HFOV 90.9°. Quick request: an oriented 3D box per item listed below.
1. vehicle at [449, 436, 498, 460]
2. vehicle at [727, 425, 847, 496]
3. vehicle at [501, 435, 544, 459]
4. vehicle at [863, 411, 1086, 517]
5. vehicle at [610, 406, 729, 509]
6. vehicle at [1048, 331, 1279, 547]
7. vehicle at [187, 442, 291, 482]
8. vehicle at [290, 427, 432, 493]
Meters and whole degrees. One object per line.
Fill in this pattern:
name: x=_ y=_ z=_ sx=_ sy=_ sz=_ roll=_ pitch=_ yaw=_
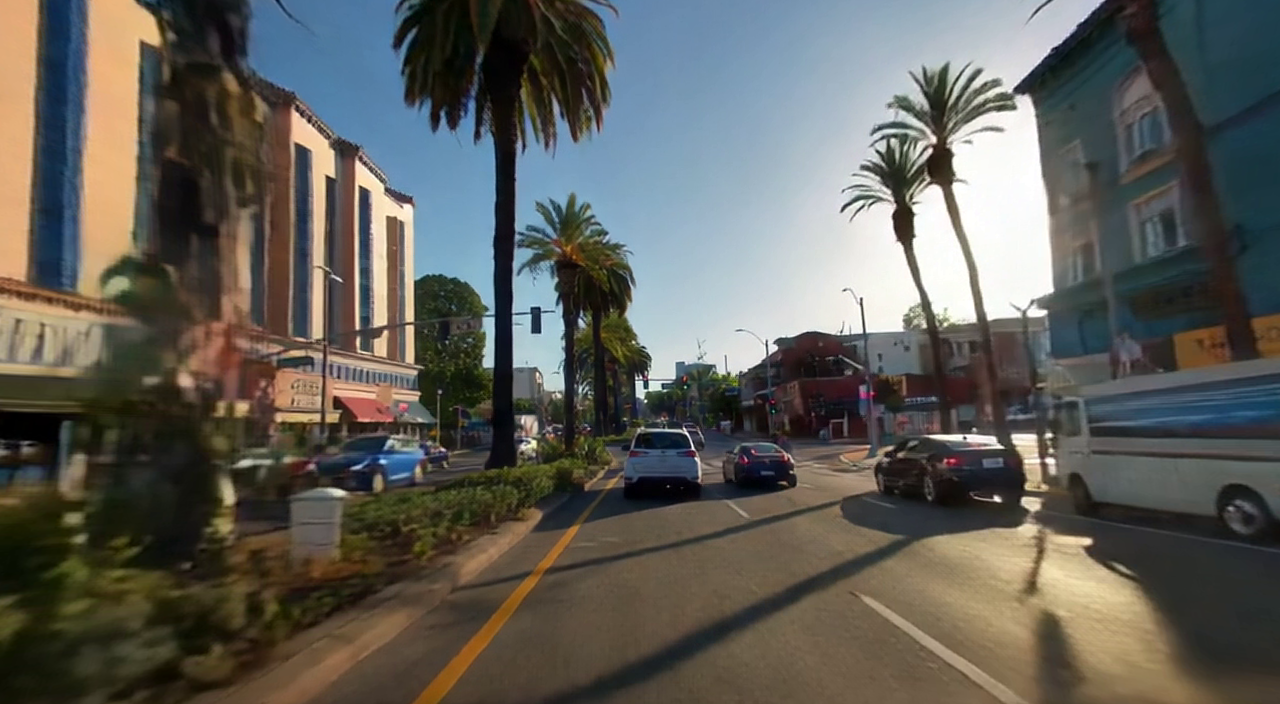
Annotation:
vehicle: x=-11.043 y=6.420 z=42.146 sx=2.011 sy=1.520 sz=3.902 roll=-1 pitch=-8 yaw=3
vehicle: x=4.008 y=3.071 z=18.227 sx=2.283 sy=1.738 sz=4.916 roll=0 pitch=-8 yaw=0
vehicle: x=-7.828 y=6.371 z=42.327 sx=1.937 sy=1.530 sz=4.107 roll=-1 pitch=-8 yaw=3
vehicle: x=7.246 y=2.492 z=14.582 sx=2.215 sy=1.973 sz=5.323 roll=0 pitch=-8 yaw=0
vehicle: x=0.639 y=2.610 z=16.019 sx=2.487 sy=2.115 sz=5.444 roll=0 pitch=-8 yaw=1
vehicle: x=10.351 y=1.344 z=10.895 sx=2.663 sy=3.061 sz=5.602 roll=-2 pitch=-4 yaw=-1
vehicle: x=-18.851 y=5.159 z=29.936 sx=1.972 sy=1.694 sz=4.466 roll=-1 pitch=-8 yaw=1
vehicle: x=-8.195 y=3.211 z=19.105 sx=2.050 sy=1.725 sz=4.677 roll=-1 pitch=-8 yaw=2
